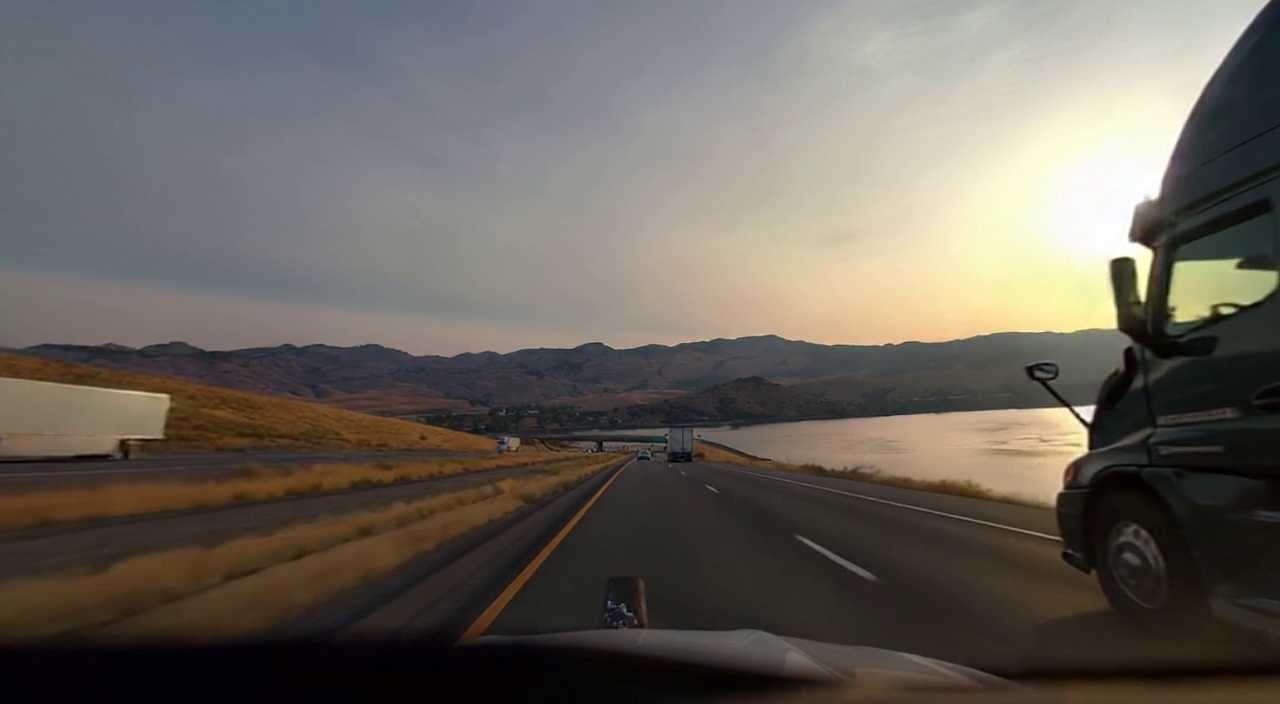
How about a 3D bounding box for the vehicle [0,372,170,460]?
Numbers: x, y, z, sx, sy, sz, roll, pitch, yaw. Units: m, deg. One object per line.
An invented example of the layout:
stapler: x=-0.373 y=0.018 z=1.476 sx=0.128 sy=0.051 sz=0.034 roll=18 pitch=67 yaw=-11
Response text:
vehicle: x=-32.080 y=3.589 z=33.445 sx=2.889 sy=4.150 sz=14.624 roll=0 pitch=-9 yaw=0
